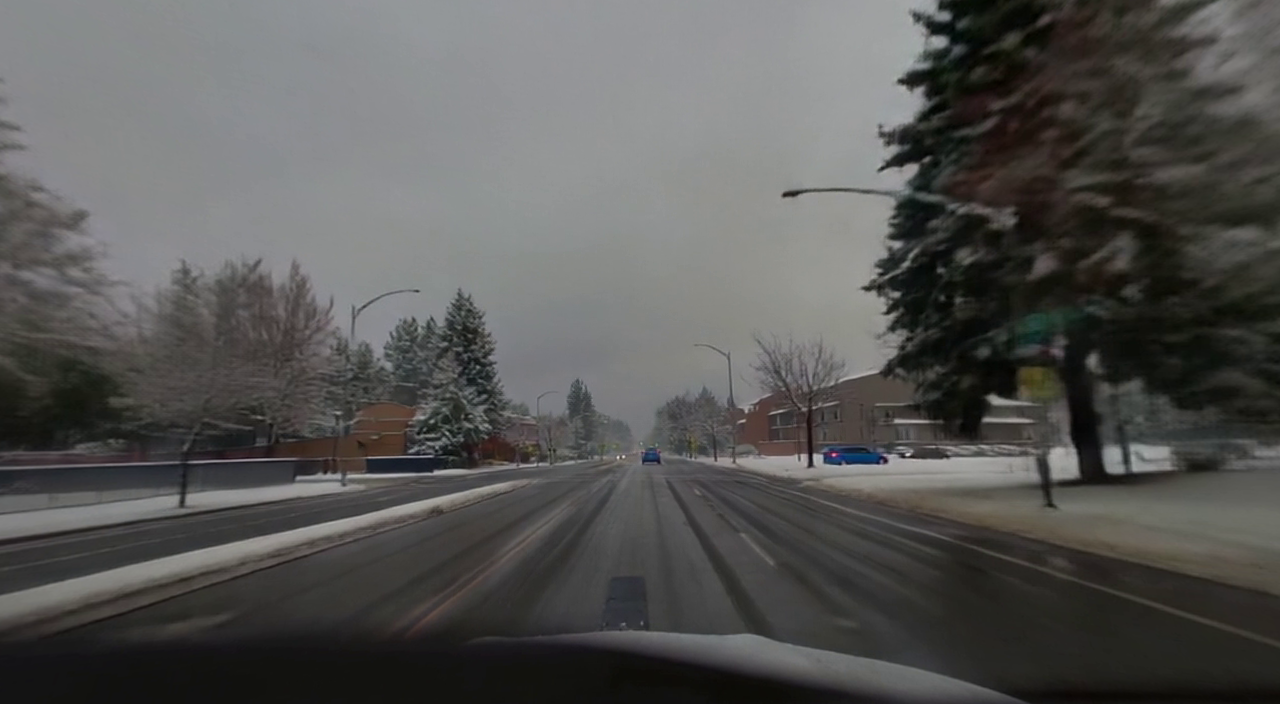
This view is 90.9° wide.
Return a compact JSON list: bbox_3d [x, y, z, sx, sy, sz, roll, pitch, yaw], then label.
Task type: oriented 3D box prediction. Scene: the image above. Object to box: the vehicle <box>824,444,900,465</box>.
[{"bbox_3d":[16.200,7.512,46.144,4.824,1.462,1.974,0,-9,-1],"label":"vehicle"}]
